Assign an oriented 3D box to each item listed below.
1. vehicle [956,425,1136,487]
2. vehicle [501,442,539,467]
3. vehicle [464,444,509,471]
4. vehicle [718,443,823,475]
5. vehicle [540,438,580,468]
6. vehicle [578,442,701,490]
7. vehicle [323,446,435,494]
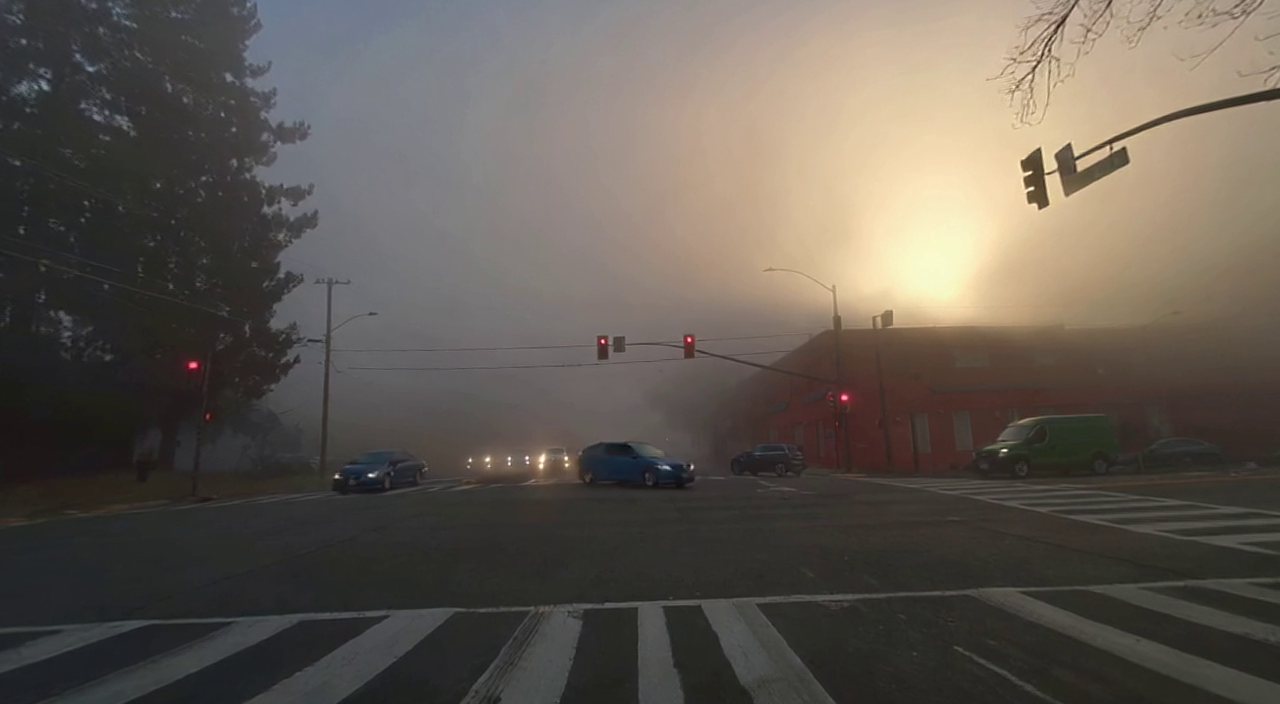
[{"bbox_3d":[14.851,3.771,23.139,5.910,2.046,2.228,3,-9,-19],"label":"vehicle"},{"bbox_3d":[-8.649,7.403,45.872,2.087,1.718,4.700,0,-9,-3],"label":"vehicle"},{"bbox_3d":[-8.931,6.167,37.087,1.779,1.460,4.463,1,-9,-4],"label":"vehicle"},{"bbox_3d":[6.464,5.357,31.774,4.828,1.453,1.919,-9,-12,44],"label":"vehicle"},{"bbox_3d":[-4.706,6.024,37.747,1.975,1.642,4.846,0,-9,-3],"label":"vehicle"},{"bbox_3d":[-0.120,3.727,21.029,1.846,1.416,4.228,7,-11,-38],"label":"vehicle"},{"bbox_3d":[-8.842,4.020,21.907,2.024,1.460,4.381,0,-9,0],"label":"vehicle"}]
